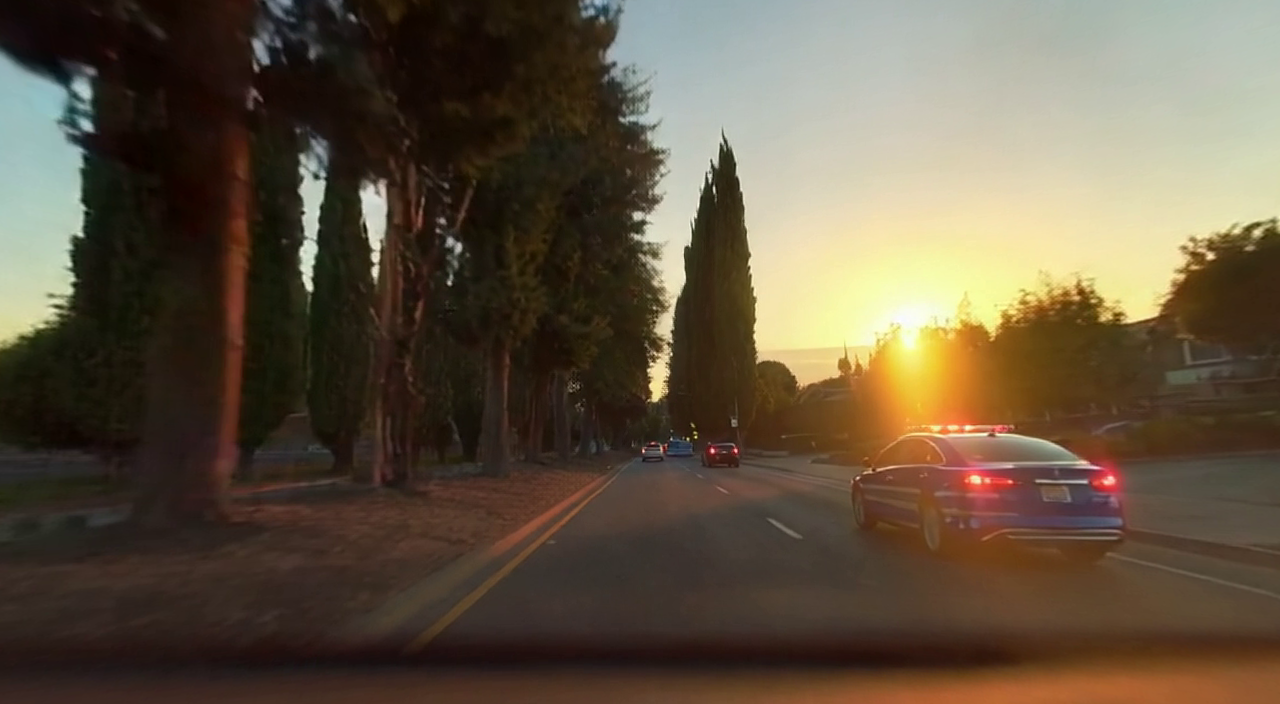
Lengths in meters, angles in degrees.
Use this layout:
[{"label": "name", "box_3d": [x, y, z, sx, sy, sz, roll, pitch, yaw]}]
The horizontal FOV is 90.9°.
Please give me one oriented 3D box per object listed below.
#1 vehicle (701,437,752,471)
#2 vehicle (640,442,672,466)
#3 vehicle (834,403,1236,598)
[{"label": "vehicle", "box_3d": [4.554, 5.407, 33.673, 2.110, 1.666, 3.912, 0, -8, 0]}, {"label": "vehicle", "box_3d": [1.044, 6.744, 41.784, 2.026, 1.466, 4.282, 0, -8, 1]}, {"label": "vehicle", "box_3d": [4.007, 1.566, 7.483, 2.052, 1.639, 4.123, 0, -8, 0]}]
